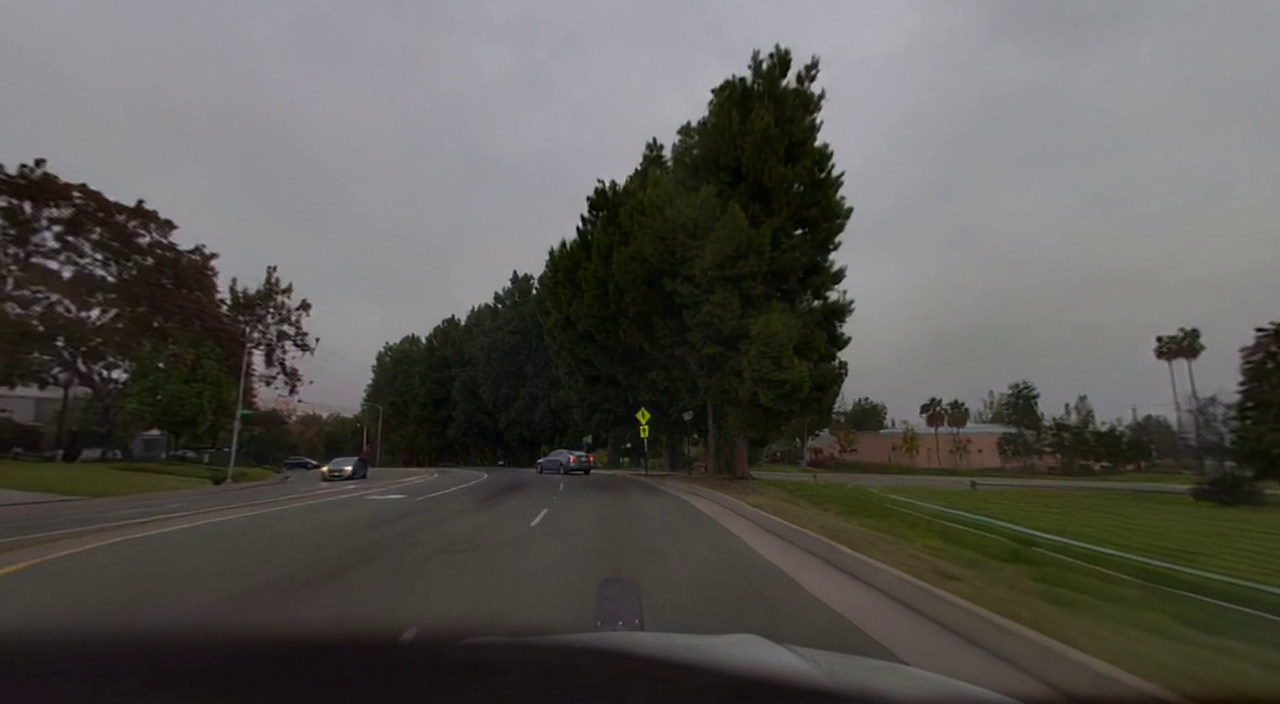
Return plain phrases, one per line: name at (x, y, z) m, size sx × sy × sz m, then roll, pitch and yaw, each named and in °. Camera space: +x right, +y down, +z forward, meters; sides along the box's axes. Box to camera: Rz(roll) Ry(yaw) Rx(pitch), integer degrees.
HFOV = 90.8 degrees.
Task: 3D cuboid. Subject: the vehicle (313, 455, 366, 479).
vehicle at (-20.442, 7.831, 43.206) m, size 1.942 × 1.470 × 4.566 m, roll 1°, pitch -9°, yaw -8°
